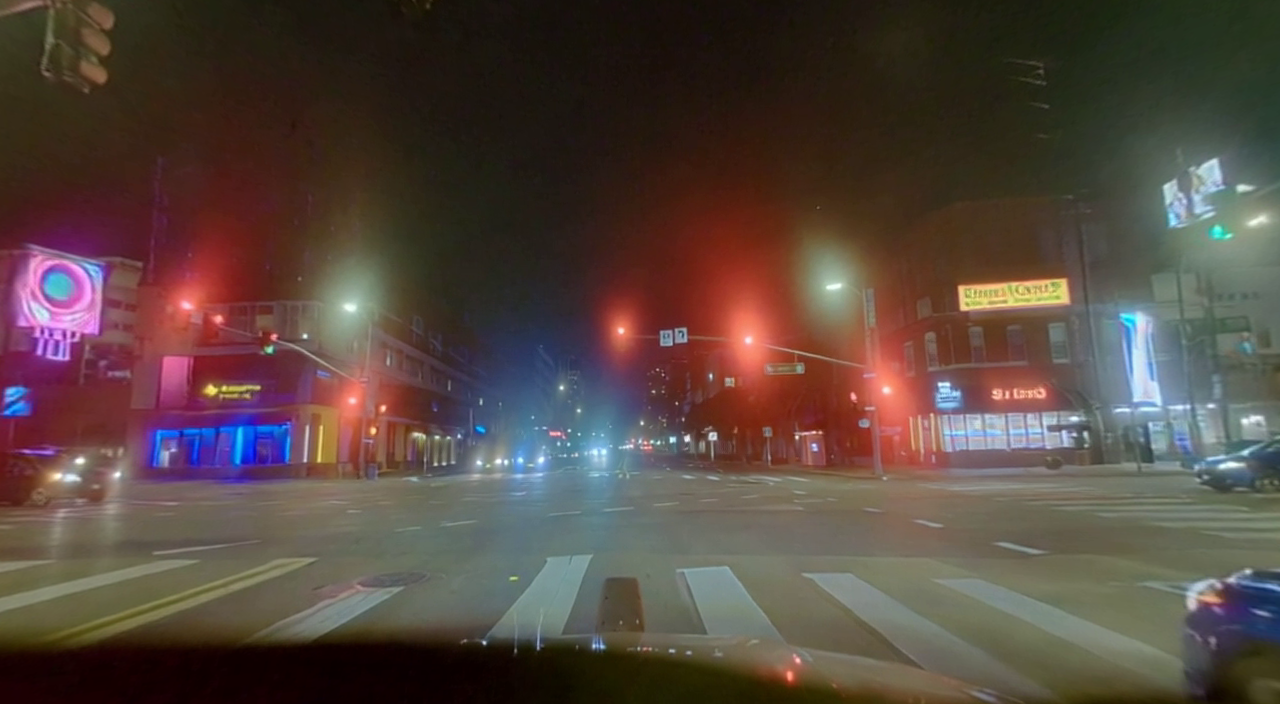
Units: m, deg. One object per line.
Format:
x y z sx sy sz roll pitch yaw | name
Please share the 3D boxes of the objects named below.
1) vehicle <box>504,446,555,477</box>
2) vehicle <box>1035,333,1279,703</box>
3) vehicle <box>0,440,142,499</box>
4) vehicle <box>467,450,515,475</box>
-6.622 6.607 38.374 2.181 1.703 4.512 0 -9 2 | vehicle
3.208 0.646 1.250 2.049 1.691 4.447 0 -9 2 | vehicle
-21.043 4.128 22.459 5.161 1.910 2.275 -2 -9 11 | vehicle
-9.670 7.214 41.301 2.106 1.505 4.228 0 -9 0 | vehicle
